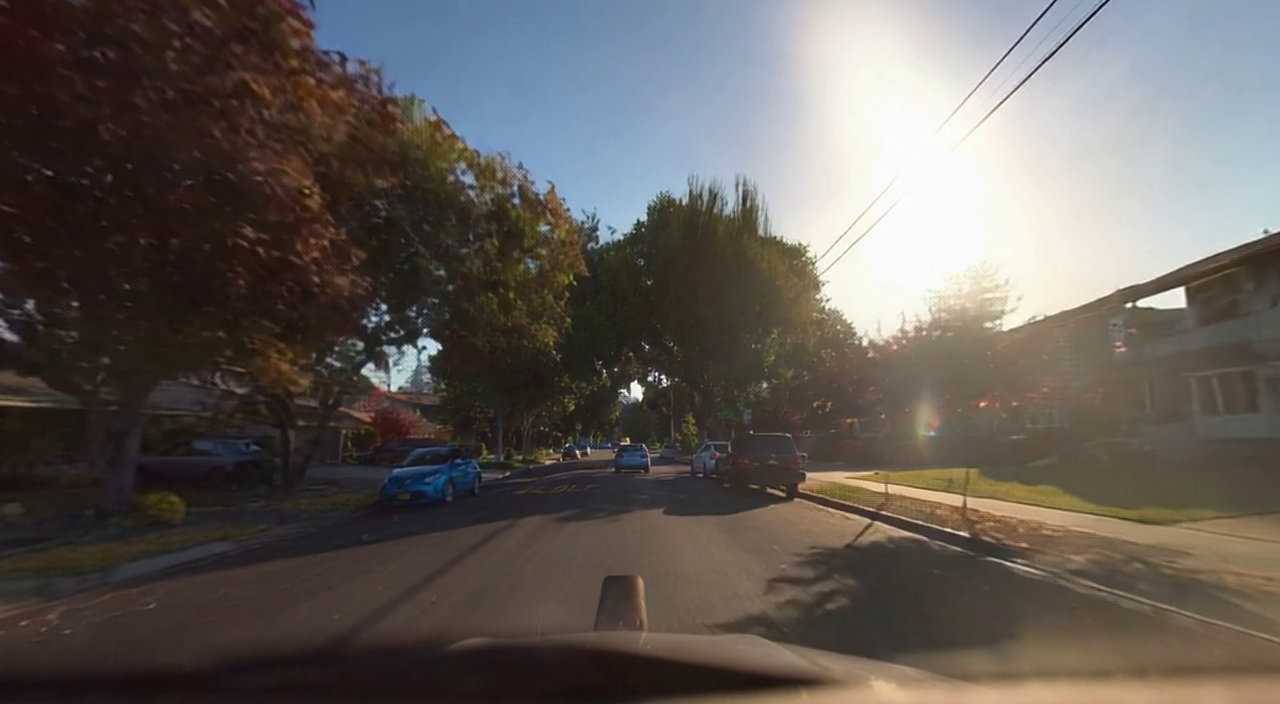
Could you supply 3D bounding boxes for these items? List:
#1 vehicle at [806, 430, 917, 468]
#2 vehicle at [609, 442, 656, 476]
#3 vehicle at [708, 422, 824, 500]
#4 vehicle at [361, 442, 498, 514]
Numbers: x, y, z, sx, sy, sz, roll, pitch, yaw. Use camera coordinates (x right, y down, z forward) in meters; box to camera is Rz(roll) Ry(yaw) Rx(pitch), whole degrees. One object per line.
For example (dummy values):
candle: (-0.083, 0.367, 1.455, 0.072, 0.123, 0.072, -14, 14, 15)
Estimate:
vehicle: (10.935, 4.809, 31.433, 4.730, 1.504, 1.894, -4, -8, 0)
vehicle: (-0.361, 4.831, 28.815, 2.000, 1.449, 4.006, 0, -8, -1)
vehicle: (3.481, 3.134, 18.606, 2.221, 1.960, 4.927, 0, -8, -2)
vehicle: (-5.385, 3.226, 16.825, 1.984, 1.498, 4.508, -3, -8, 2)
